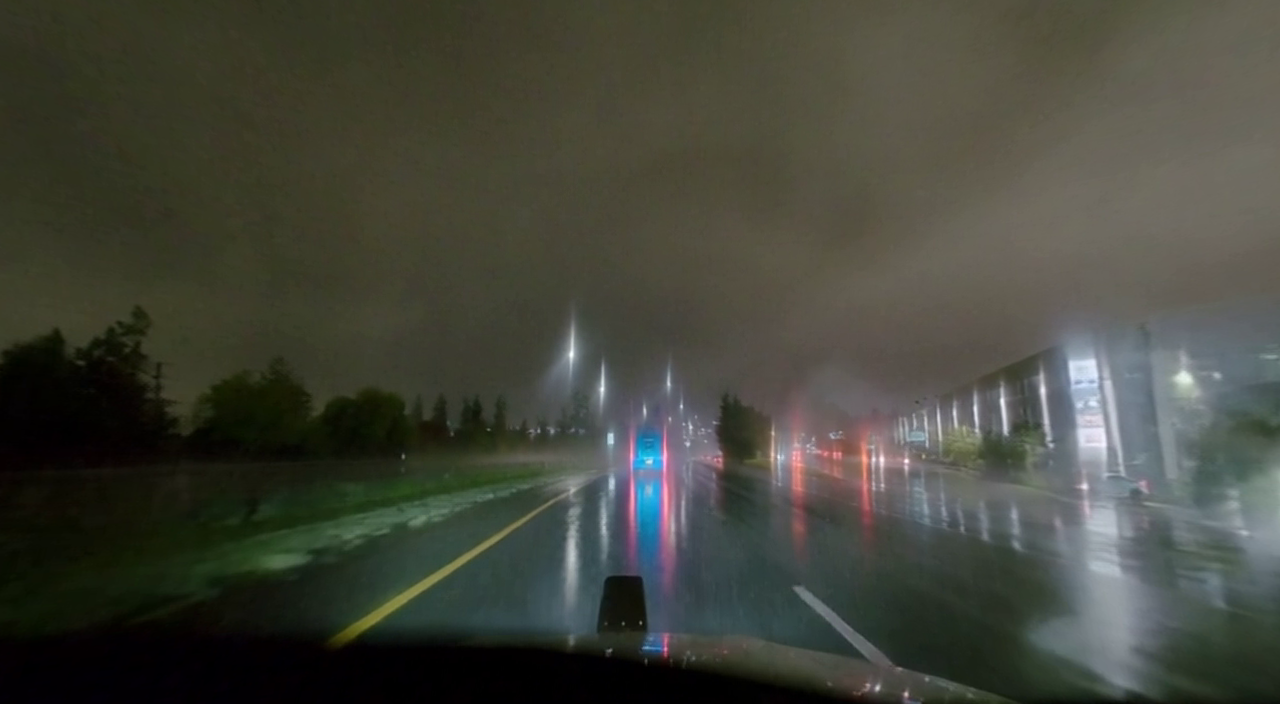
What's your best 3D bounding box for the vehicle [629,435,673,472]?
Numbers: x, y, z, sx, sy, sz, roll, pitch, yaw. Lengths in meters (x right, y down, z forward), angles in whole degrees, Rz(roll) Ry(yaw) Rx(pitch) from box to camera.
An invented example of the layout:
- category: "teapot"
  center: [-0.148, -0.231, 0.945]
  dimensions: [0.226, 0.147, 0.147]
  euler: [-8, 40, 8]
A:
- category: "vehicle"
  center: [0.711, 6.246, 38.807]
  dimensions: [2.546, 2.126, 5.153]
  euler: [0, -9, 2]
